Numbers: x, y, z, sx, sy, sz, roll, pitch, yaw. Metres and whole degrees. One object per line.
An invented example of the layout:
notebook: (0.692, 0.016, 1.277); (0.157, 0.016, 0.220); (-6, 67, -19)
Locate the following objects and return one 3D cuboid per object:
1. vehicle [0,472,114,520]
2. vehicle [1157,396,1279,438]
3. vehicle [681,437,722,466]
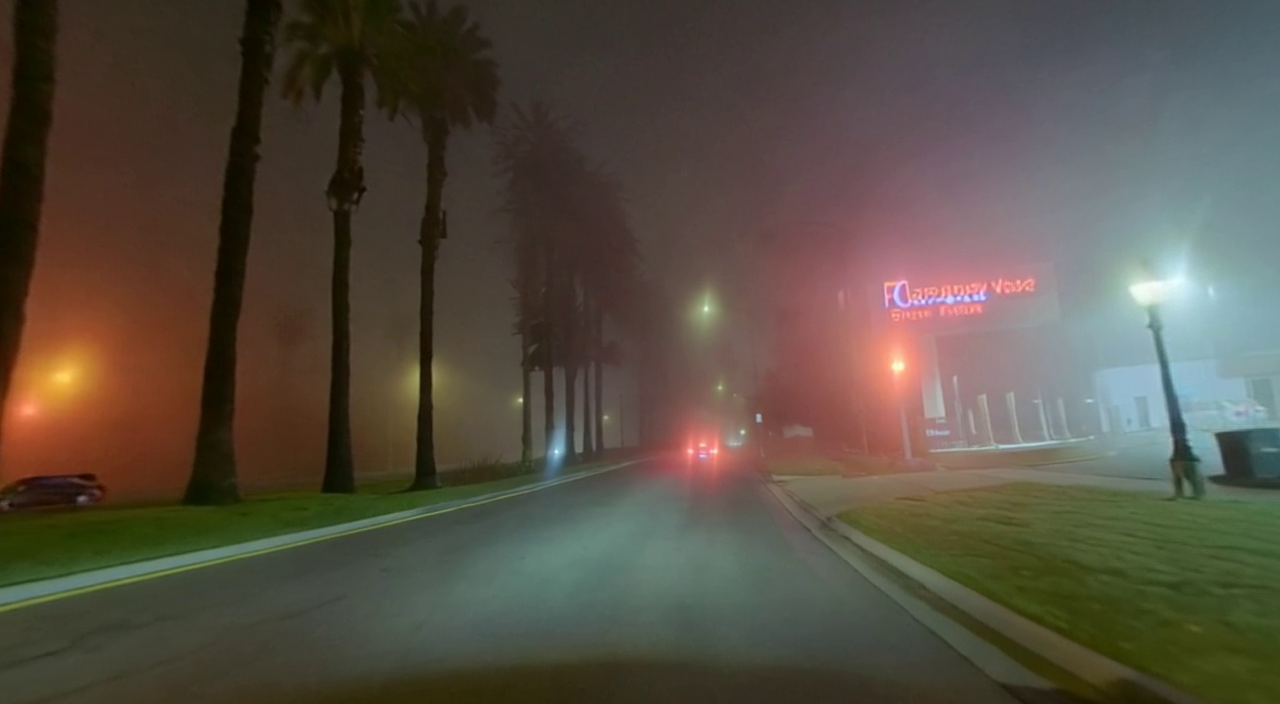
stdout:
vehicle: (-22.621, 5.279, 23.386); (1.825, 1.441, 4.656); (-1, -8, 6)
vehicle: (27.619, 3.079, 29.601); (4.513, 1.657, 2.002); (-5, -9, 12)
vehicle: (3.415, 5.404, 34.330); (2.050, 1.509, 4.148); (-1, -8, 8)
